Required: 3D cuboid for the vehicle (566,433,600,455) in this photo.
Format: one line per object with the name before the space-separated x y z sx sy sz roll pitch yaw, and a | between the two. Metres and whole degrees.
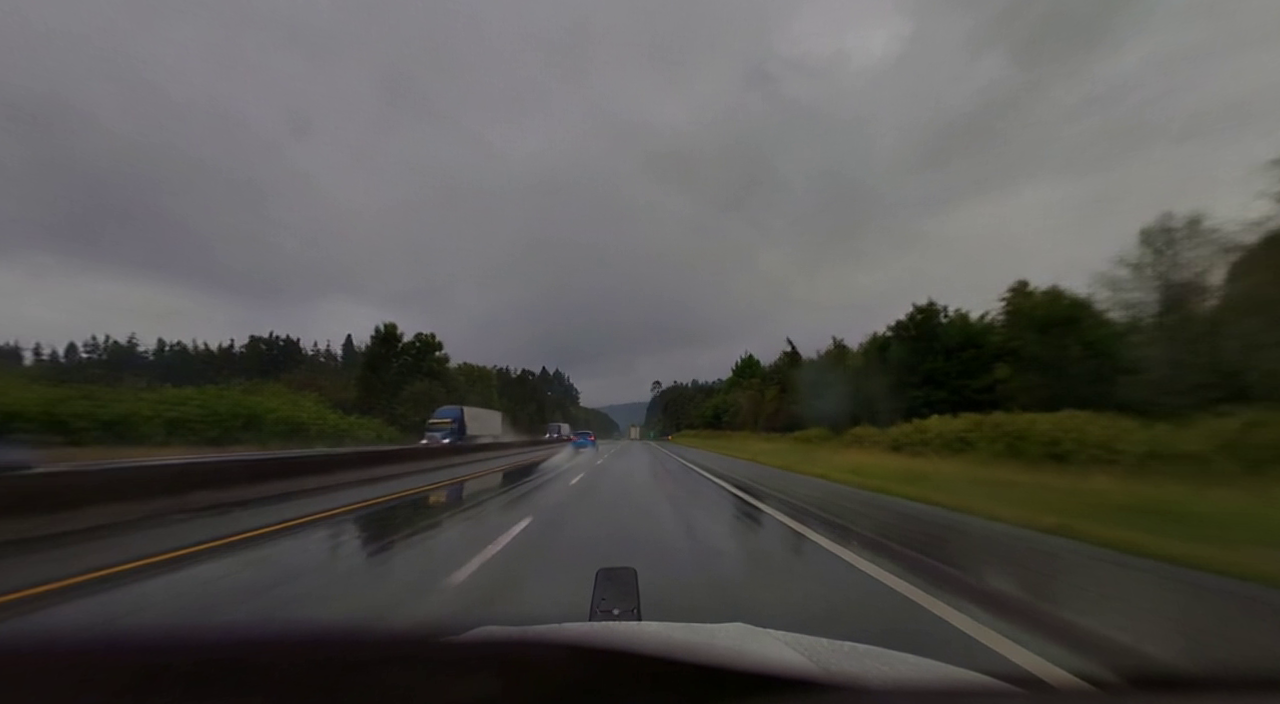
vehicle | -3.856 6.308 43.293 2.085 1.479 3.846 0 -8 -1
